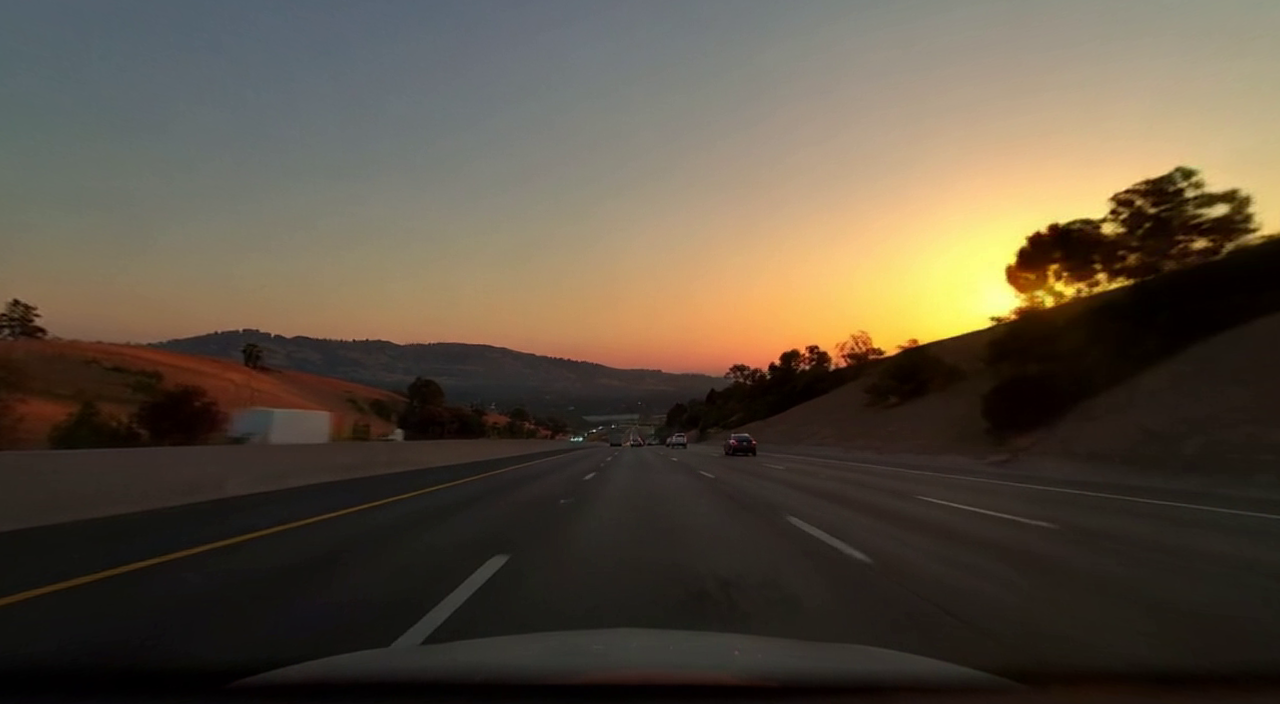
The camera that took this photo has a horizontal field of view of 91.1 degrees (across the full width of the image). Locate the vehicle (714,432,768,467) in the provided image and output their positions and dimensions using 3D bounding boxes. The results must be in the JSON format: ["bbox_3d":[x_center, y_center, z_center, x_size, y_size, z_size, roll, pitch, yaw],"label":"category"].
[{"bbox_3d":[4.621,4.516,29.328,1.802,1.492,3.804,0,-8,-1],"label":"vehicle"}]
